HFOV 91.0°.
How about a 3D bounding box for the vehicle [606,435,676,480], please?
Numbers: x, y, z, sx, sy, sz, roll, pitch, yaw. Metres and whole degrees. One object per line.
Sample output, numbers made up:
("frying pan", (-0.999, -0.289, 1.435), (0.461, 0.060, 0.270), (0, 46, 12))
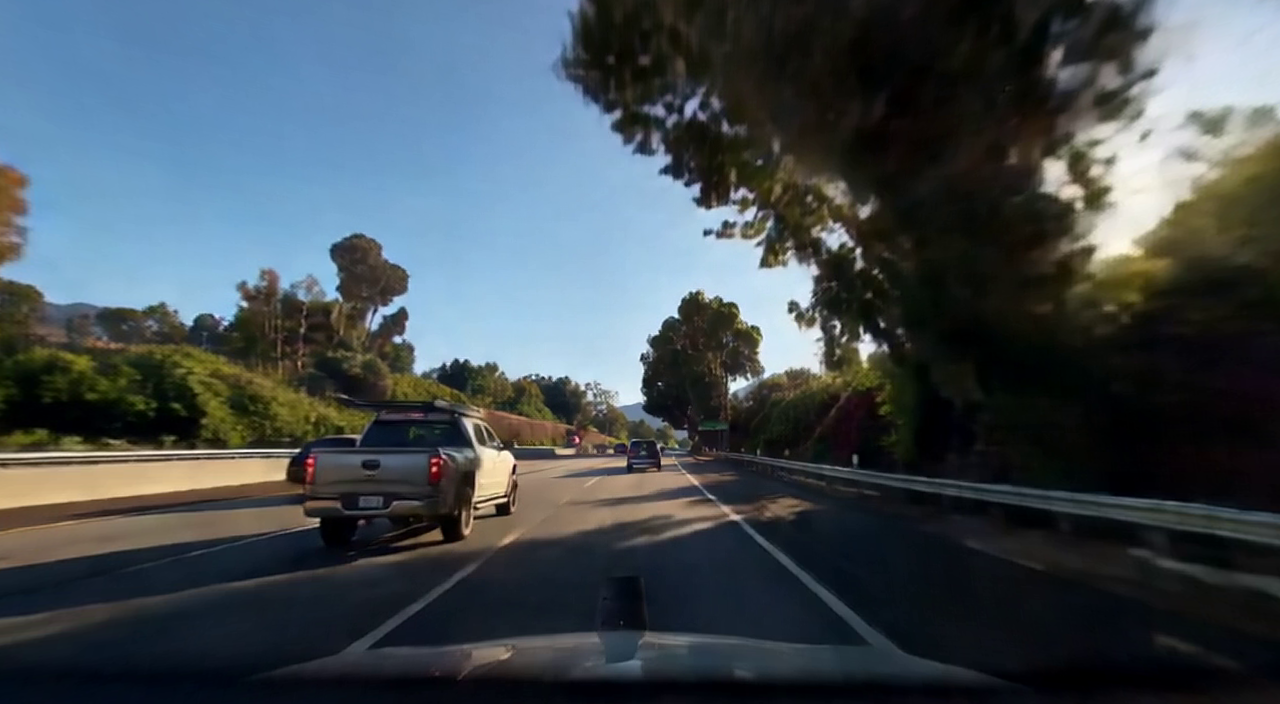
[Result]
("vehicle", (0.110, 4.432, 26.780), (2.715, 1.669, 5.163), (0, -9, 2))

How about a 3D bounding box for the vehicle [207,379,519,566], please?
("vehicle", (-3.373, 1.626, 9.103), (2.250, 1.947, 4.860), (0, -9, 0))
